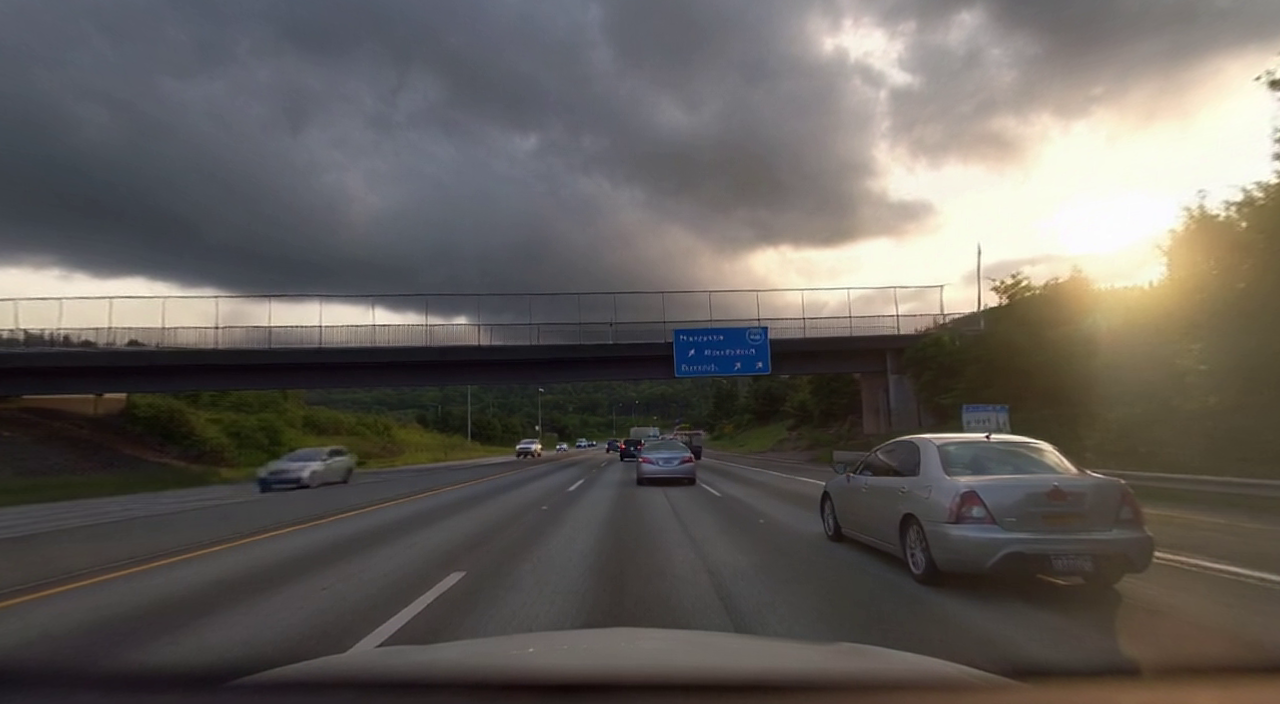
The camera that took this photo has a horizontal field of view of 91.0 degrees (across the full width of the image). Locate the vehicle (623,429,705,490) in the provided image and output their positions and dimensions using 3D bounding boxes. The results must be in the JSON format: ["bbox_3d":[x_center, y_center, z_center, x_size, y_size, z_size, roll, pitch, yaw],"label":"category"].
[{"bbox_3d":[0.600,3.200,19.124,2.092,1.636,4.024,0,-8,-3],"label":"vehicle"}]

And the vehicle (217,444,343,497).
[{"bbox_3d":[-11.843,3.885,21.038,1.943,1.495,3.933,-2,-8,-1],"label":"vehicle"}]
